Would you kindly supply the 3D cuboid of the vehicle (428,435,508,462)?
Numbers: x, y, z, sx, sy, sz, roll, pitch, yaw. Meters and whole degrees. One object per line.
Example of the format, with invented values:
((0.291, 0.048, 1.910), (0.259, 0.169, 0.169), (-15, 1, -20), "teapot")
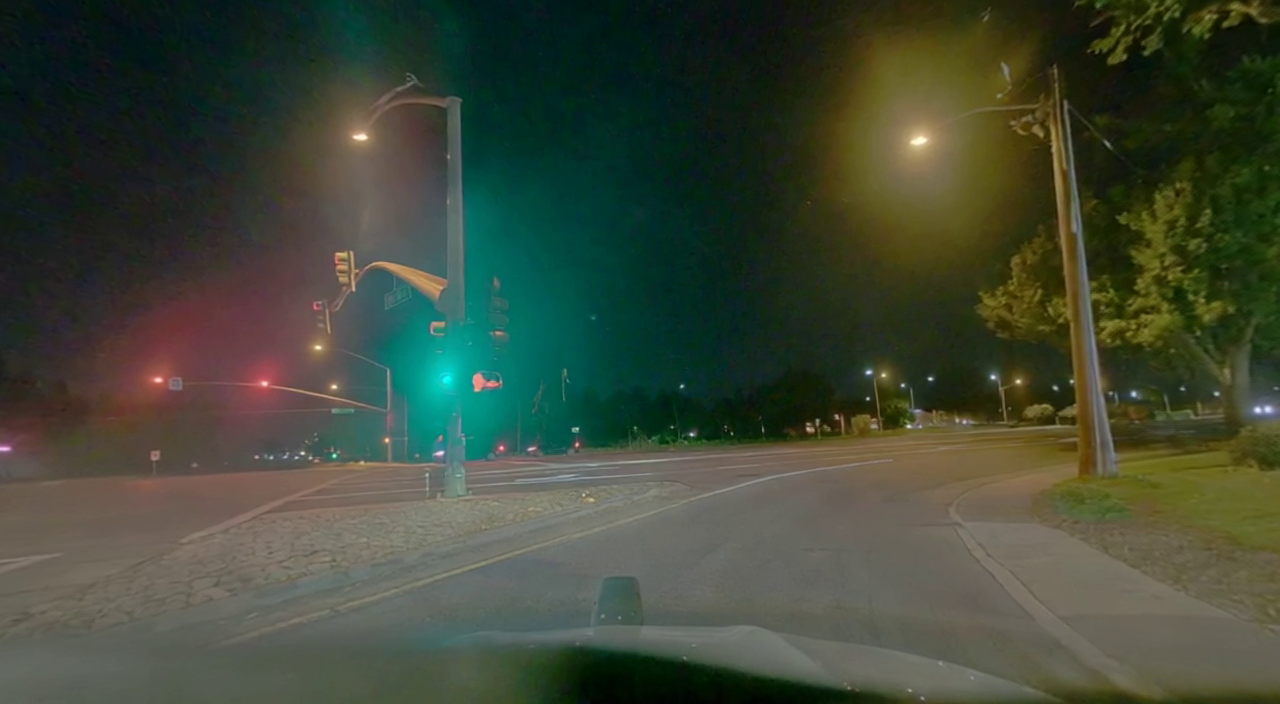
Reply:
((-11.640, 6.543, 42.726), (4.782, 1.776, 2.118), (6, -10, -34), "vehicle")

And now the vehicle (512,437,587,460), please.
((-5.900, 6.342, 41.392), (4.527, 1.444, 1.811), (6, -10, -35), "vehicle")
